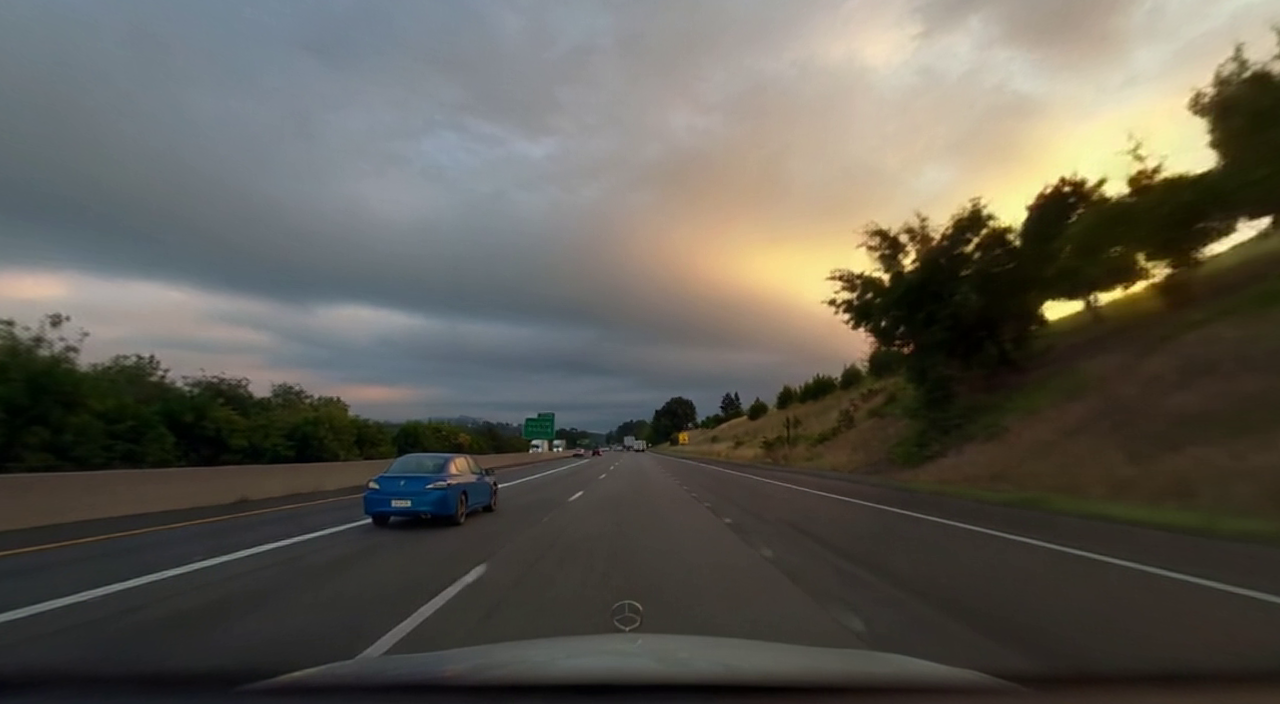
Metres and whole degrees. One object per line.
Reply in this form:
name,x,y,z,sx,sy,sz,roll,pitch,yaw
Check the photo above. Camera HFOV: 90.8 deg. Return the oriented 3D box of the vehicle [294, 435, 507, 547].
vehicle,-3.766,2.246,10.816,2.121,1.537,3.852,0,-9,0
